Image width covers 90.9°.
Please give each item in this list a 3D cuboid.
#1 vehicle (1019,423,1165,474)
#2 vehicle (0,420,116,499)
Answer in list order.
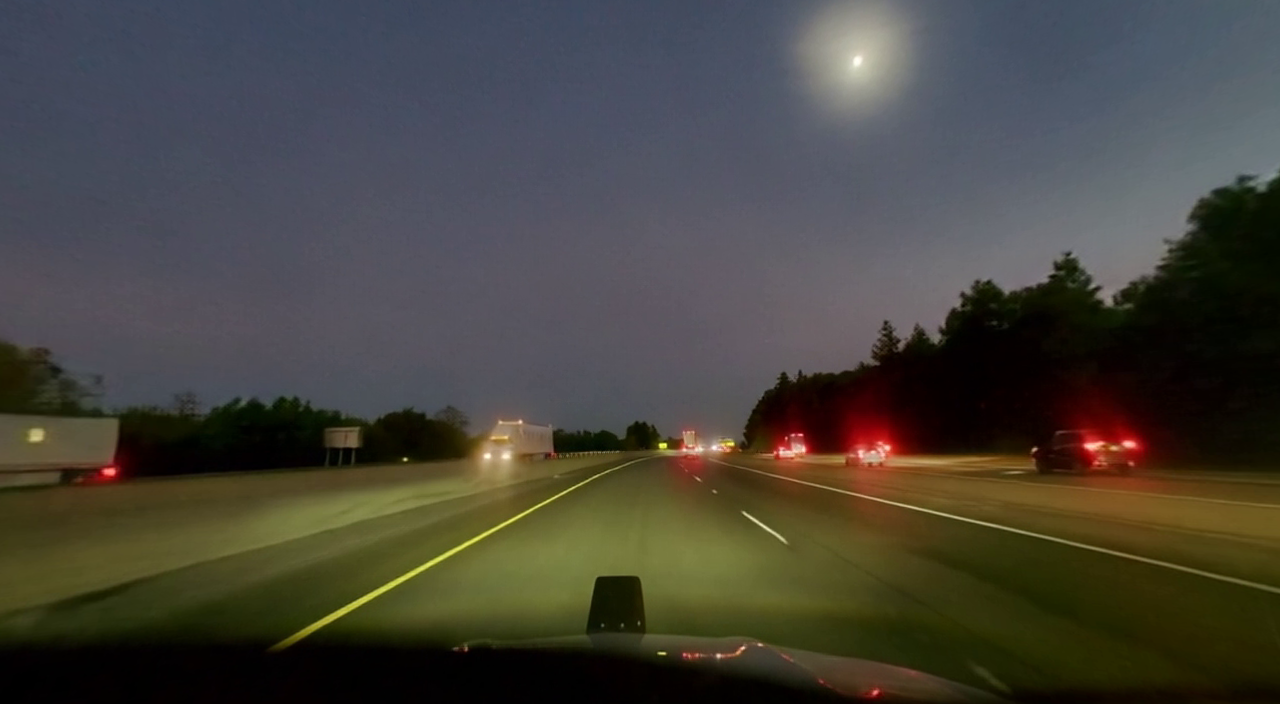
[{"bbox_3d":[17.559,3.801,24.830,2.061,1.776,4.476,1,-9,-7],"label":"vehicle"},{"bbox_3d":[-28.504,4.919,28.977,2.902,3.325,6.480,-1,-9,2],"label":"vehicle"}]
